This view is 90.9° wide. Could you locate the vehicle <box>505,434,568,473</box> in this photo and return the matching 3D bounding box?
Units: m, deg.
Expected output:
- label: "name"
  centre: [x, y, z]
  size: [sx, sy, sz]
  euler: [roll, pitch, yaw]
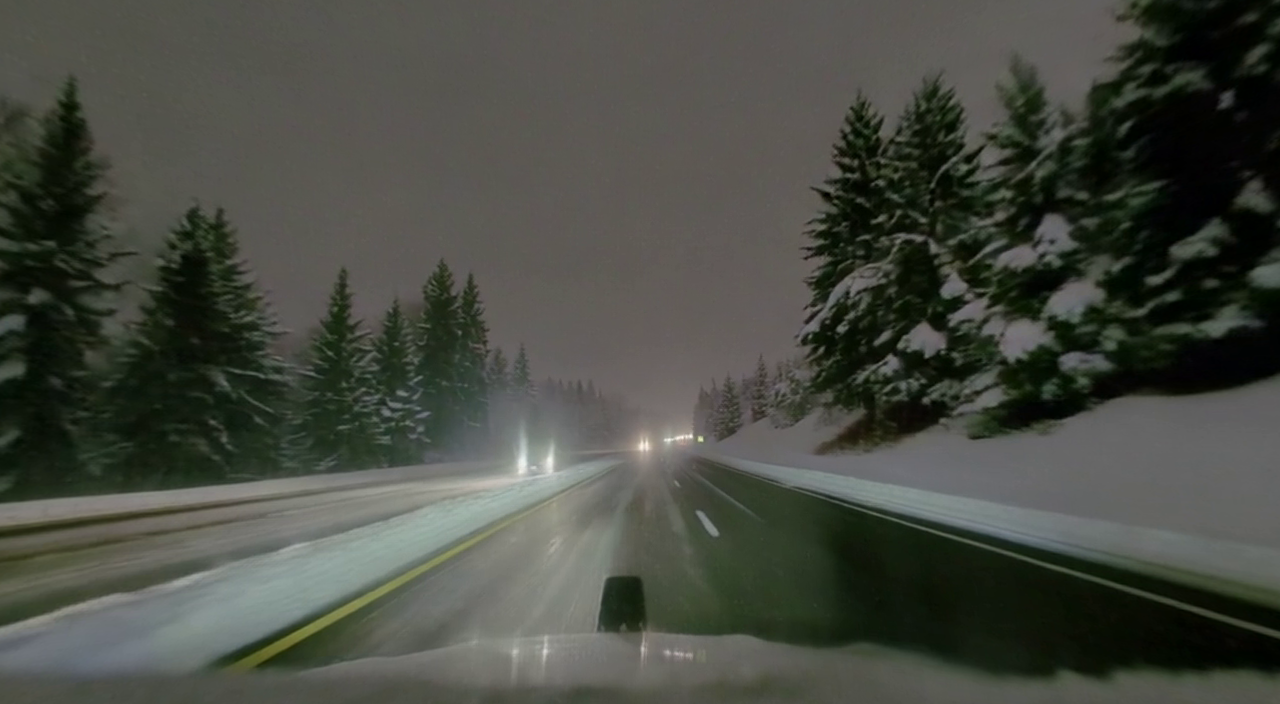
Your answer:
- label: "vehicle"
  centre: [-5.374, 5.390, 33.735]
  size: [2.275, 1.927, 5.574]
  euler: [0, -8, 2]
